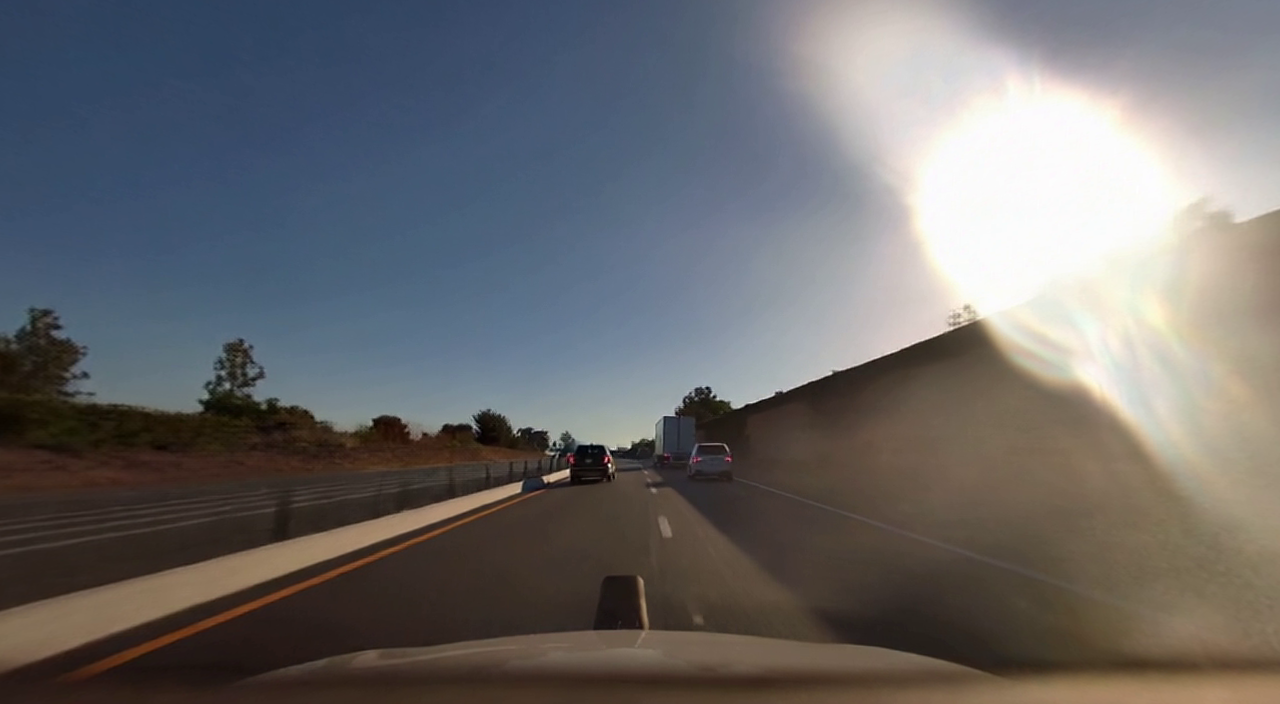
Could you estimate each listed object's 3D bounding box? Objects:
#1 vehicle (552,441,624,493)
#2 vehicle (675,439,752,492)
[{"bbox_3d":[-1.728,4.060,22.461,2.181,1.653,4.691,0,-9,0],"label":"vehicle"},{"bbox_3d":[2.497,4.010,22.427,2.230,1.715,4.243,0,-9,0],"label":"vehicle"}]
